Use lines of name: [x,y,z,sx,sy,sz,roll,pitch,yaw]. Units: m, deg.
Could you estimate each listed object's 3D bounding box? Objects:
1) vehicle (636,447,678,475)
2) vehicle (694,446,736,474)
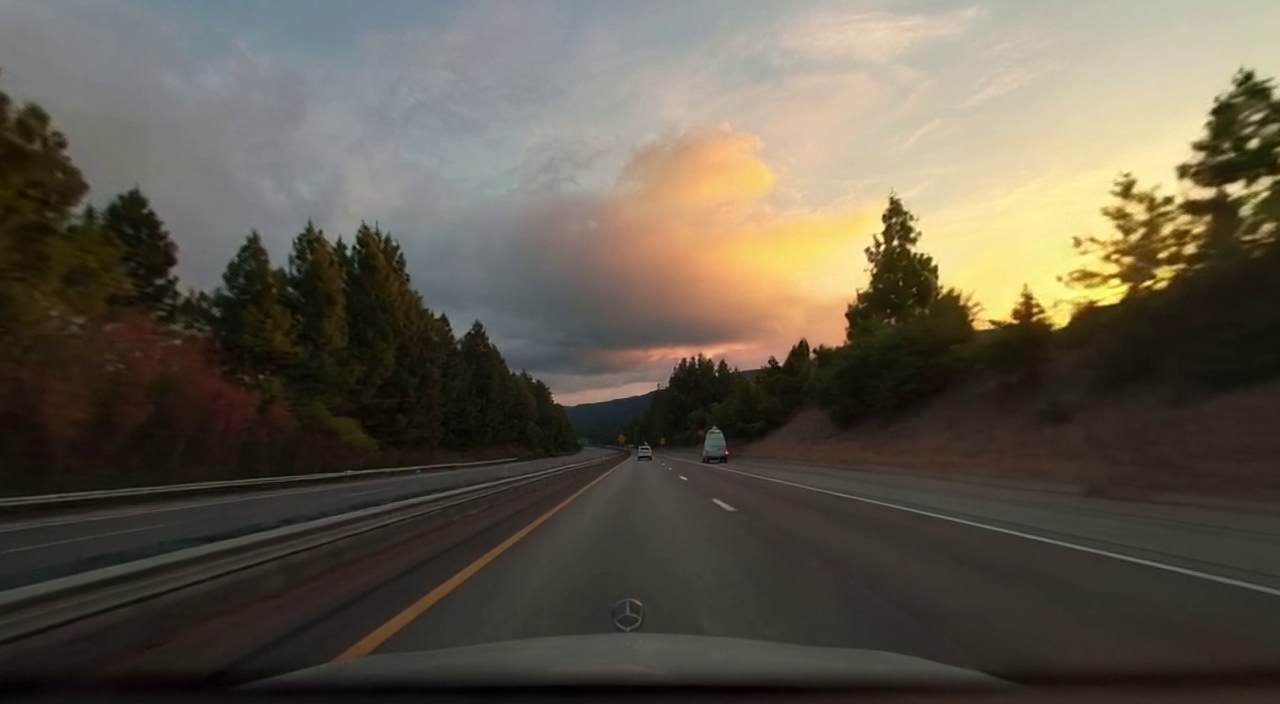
vehicle: [0.909,6.104,35.425,2.162,1.492,3.975,0,-9,-1]
vehicle: [4.207,6.148,35.886,1.846,1.485,3.679,0,-9,-2]
